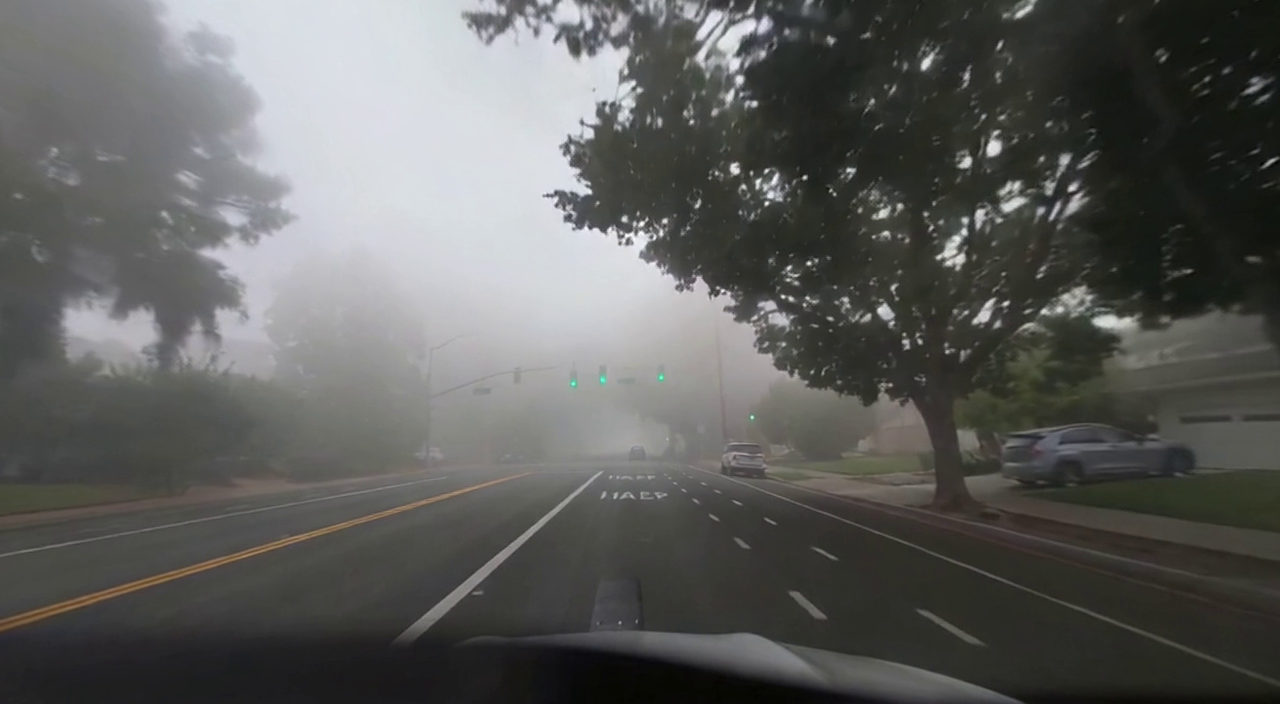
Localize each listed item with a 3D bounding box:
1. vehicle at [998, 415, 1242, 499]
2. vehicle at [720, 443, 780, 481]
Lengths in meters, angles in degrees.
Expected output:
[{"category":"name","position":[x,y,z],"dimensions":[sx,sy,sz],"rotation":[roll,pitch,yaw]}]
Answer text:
[{"category":"vehicle","position":[12.246,2.700,16.340],"dimensions":[4.510,1.732,2.048],"rotation":[-4,-9,0]},{"category":"vehicle","position":[5.119,5.148,29.822],"dimensions":[1.979,1.637,4.321],"rotation":[0,-9,-1]}]
